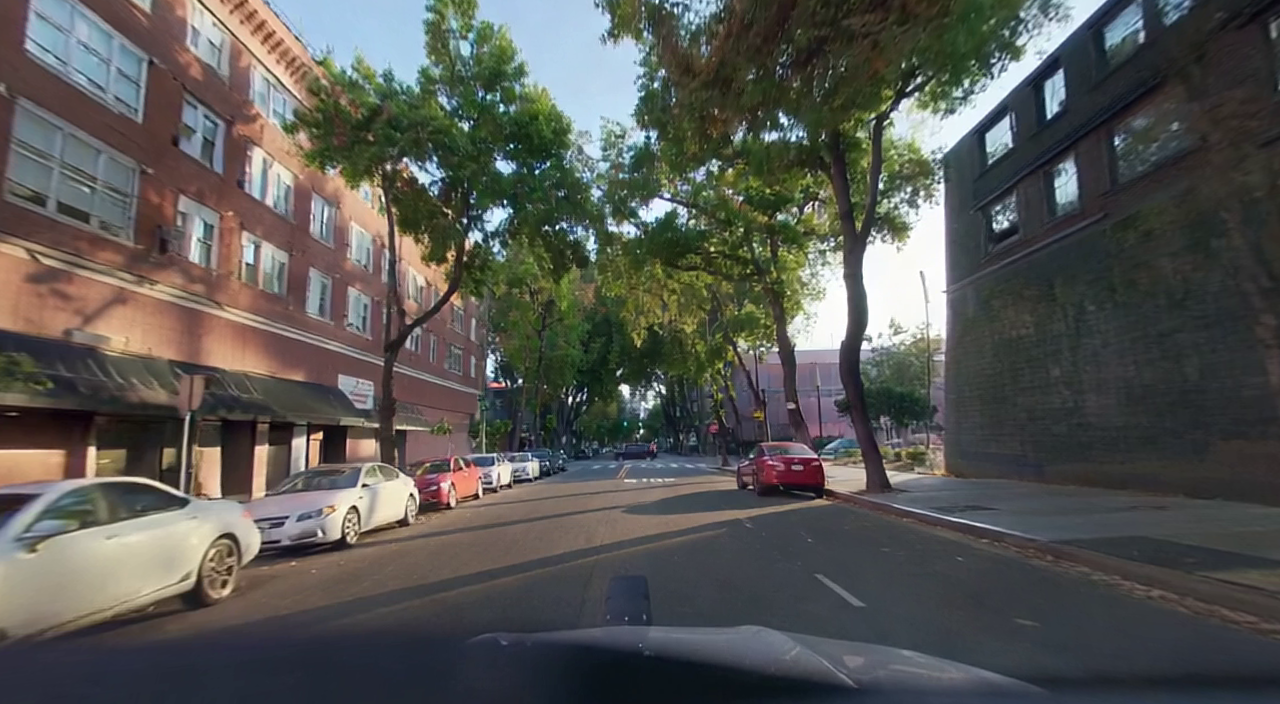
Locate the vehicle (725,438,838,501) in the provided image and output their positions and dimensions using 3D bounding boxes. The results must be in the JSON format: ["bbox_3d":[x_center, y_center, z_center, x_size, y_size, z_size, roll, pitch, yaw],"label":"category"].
[{"bbox_3d":[3.844,3.260,17.937,1.978,1.554,4.192,0,-8,-4],"label":"vehicle"}]

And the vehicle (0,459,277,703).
[{"bbox_3d":[-4.953,1.569,4.627,1.931,1.435,4.440,0,-8,0],"label":"vehicle"}]

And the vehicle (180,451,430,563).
[{"bbox_3d":[-5.378,2.498,10.956,2.089,1.463,4.350,0,-8,-2],"label":"vehicle"}]
